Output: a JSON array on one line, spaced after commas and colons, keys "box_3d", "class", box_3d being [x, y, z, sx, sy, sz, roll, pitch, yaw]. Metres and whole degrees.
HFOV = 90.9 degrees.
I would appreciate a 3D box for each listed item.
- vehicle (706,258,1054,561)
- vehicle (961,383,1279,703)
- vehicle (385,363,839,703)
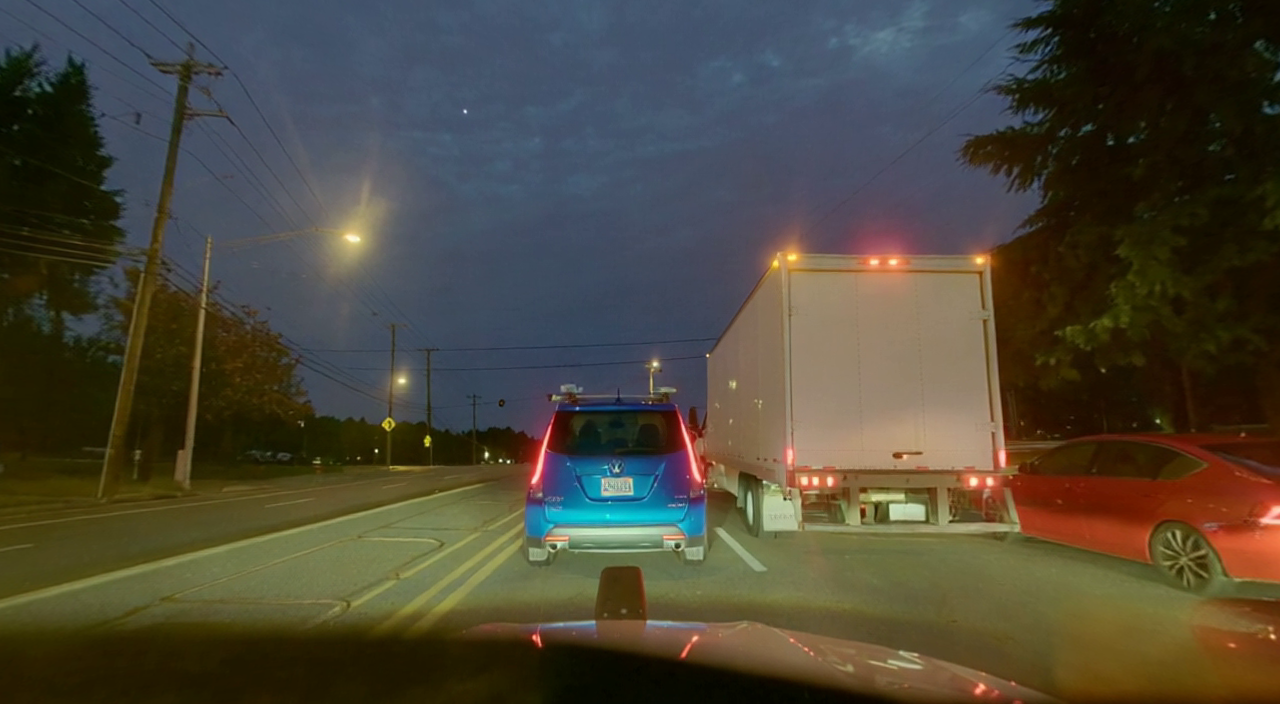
[{"box_3d": [3.229, 1.254, 11.817, 2.915, 3.559, 8.848, 0, -8, 0], "class": "vehicle"}, {"box_3d": [2.831, 0.743, 1.192, 1.971, 1.484, 4.728, 0, -8, 0], "class": "vehicle"}, {"box_3d": [-0.127, 1.224, 5.135, 2.114, 1.732, 4.230, 0, -8, 0], "class": "vehicle"}]
